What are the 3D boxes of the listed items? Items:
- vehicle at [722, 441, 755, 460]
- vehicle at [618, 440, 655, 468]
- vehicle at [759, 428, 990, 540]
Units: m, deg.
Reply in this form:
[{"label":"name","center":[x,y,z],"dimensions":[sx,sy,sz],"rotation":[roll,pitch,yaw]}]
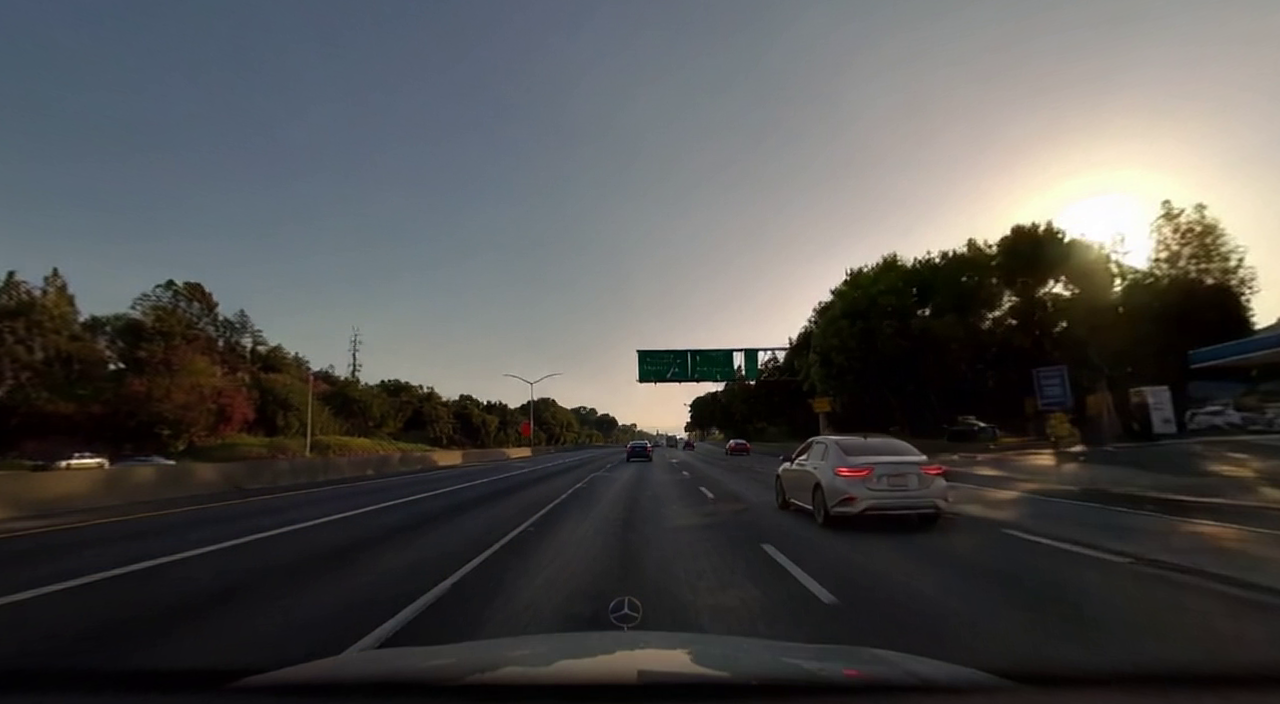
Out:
[{"label":"vehicle","center":[7.735,7.754,49.821],"dimensions":[1.867,1.463,4.295],"rotation":[0,-8,-1]},{"label":"vehicle","center":[-0.209,5.811,36.175],"dimensions":[1.999,1.473,4.351],"rotation":[0,-8,0]},{"label":"vehicle","center":[3.628,2.136,10.942],"dimensions":[2.172,1.490,4.668],"rotation":[0,-8,0]}]
